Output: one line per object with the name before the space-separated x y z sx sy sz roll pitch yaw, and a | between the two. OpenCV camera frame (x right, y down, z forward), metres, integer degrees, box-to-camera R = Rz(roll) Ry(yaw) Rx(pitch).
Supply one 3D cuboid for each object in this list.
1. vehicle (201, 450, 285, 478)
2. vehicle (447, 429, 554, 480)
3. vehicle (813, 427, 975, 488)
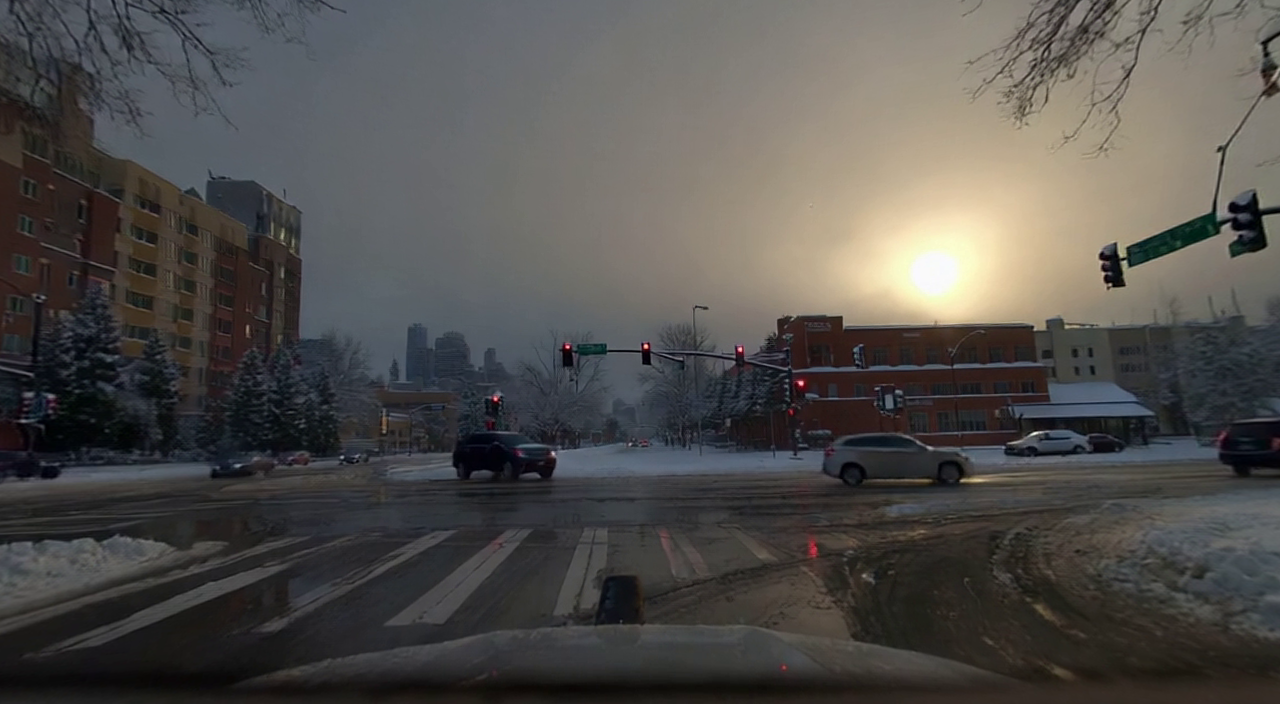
vehicle | -23.130 6.519 37.031 1.909 1.473 4.571 0 -8 1
vehicle | -6.154 4.402 27.468 2.223 1.972 5.310 7 -11 -41
vehicle | 7.409 3.134 18.922 4.180 1.678 1.982 -2 -9 13
